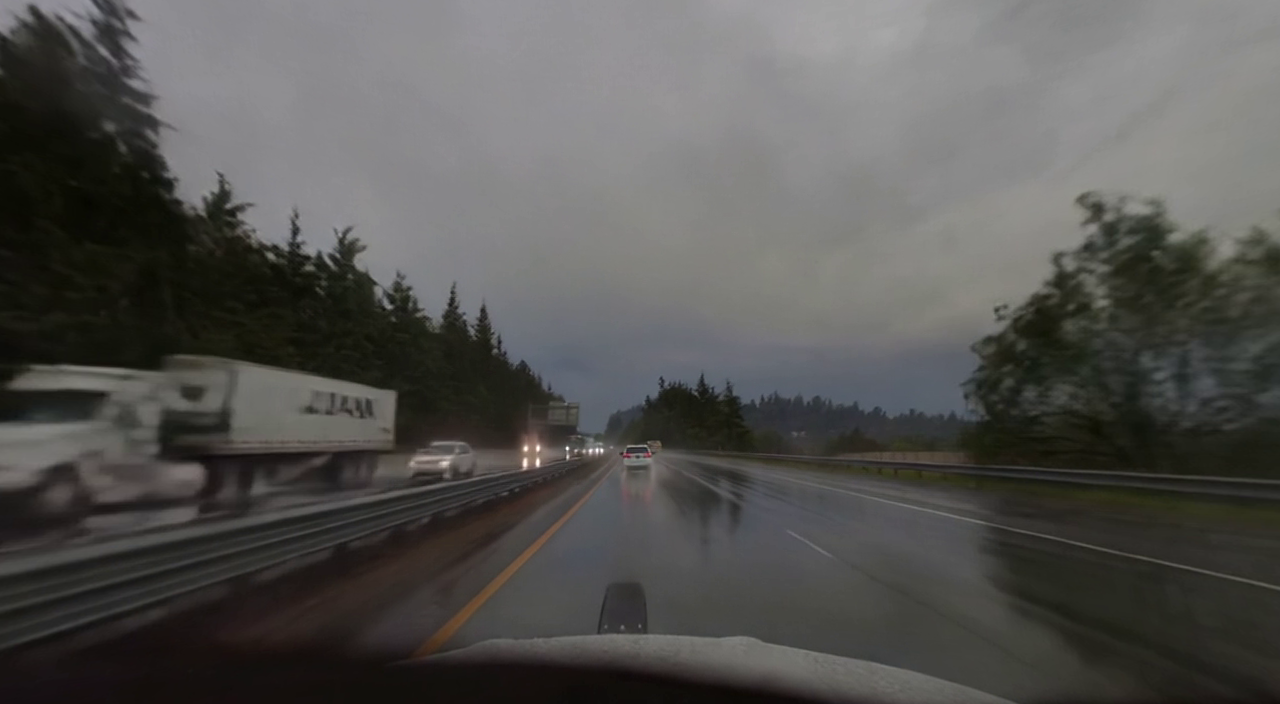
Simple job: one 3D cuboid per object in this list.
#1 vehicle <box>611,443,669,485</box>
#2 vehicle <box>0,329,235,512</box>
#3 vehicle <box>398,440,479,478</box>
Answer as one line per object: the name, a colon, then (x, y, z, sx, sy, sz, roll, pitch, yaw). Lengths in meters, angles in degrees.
vehicle: (-0.030, 4.371, 24.924, 2.114, 1.523, 4.012, 0, -9, -1)
vehicle: (-13.287, 1.730, 14.725, 2.649, 3.362, 7.432, 0, -9, 0)
vehicle: (-8.545, 4.568, 27.187, 1.945, 1.471, 4.726, 0, -9, 0)
